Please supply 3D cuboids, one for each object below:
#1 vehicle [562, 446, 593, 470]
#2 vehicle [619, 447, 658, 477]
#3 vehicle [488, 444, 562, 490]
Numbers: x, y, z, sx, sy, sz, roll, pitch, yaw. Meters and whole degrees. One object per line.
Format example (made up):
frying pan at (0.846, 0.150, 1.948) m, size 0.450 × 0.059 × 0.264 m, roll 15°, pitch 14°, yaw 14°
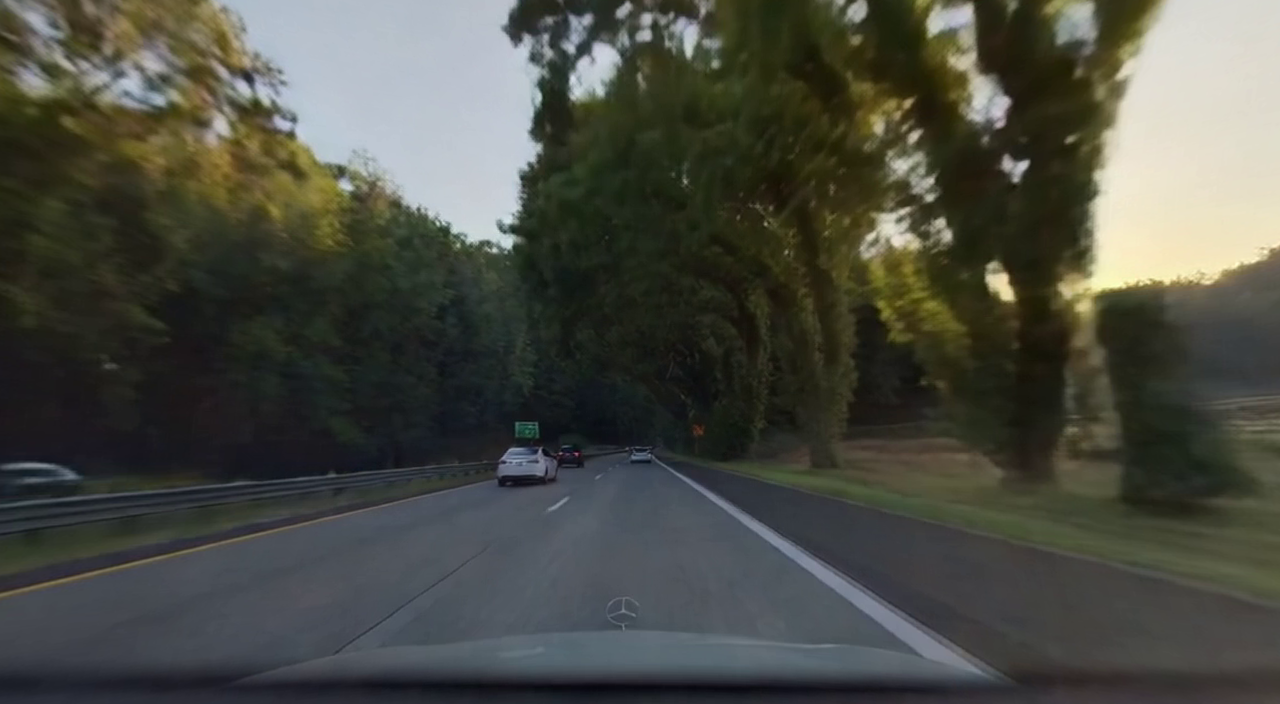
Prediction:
vehicle at (-4.505, 7.689, 45.690) m, size 1.834 × 1.615 × 3.624 m, roll 0°, pitch -9°, yaw 0°
vehicle at (-0.081, 5.948, 34.282) m, size 2.001 × 1.490 × 3.914 m, roll 0°, pitch -9°, yaw 0°
vehicle at (-4.127, 4.201, 23.311) m, size 1.978 × 1.538 × 3.755 m, roll 0°, pitch -9°, yaw 1°
